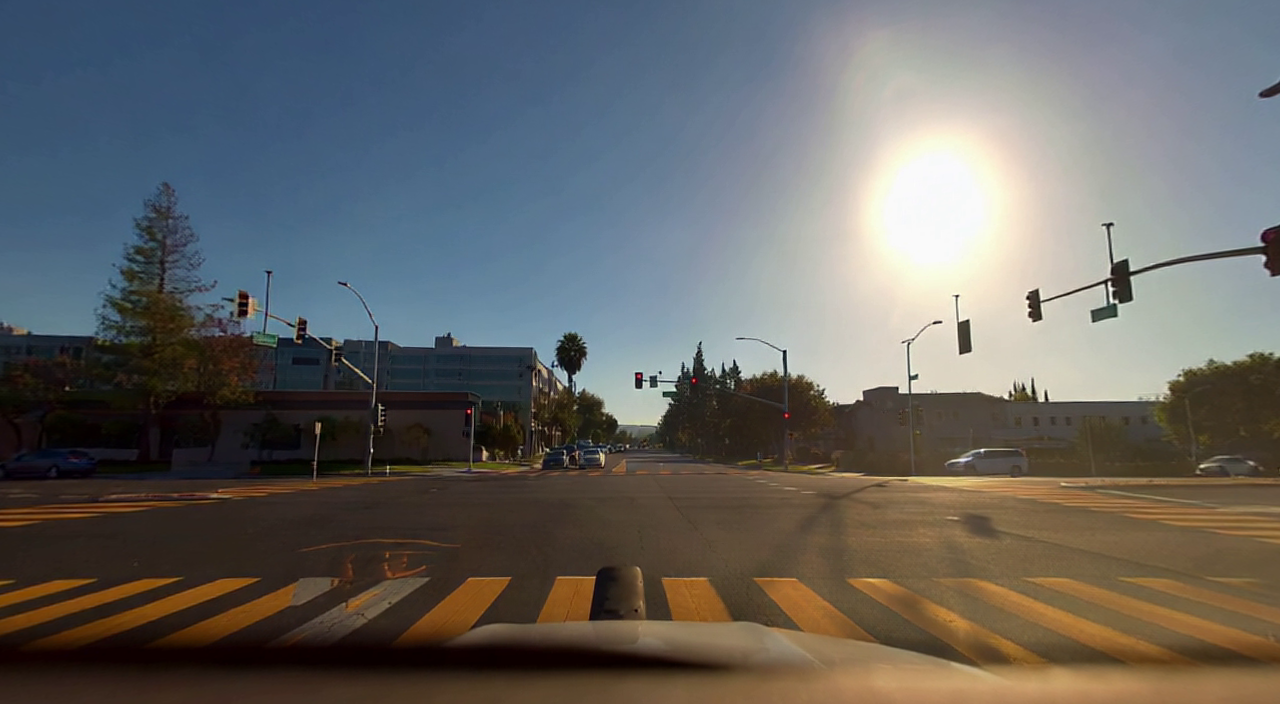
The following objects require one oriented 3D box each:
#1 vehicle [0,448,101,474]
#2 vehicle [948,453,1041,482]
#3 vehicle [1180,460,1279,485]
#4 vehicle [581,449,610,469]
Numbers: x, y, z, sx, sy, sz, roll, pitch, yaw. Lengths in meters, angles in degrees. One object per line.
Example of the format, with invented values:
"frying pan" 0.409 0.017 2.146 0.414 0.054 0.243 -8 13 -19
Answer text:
"vehicle" -35.110 6.430 37.205 4.741 1.447 1.807 0 -9 0
"vehicle" 21.121 6.867 37.580 4.447 1.623 1.801 0 -9 -3
"vehicle" 36.246 7.310 38.281 4.976 1.428 1.929 0 -9 -2
"vehicle" -3.417 8.364 49.204 1.908 1.441 4.142 0 -8 1
